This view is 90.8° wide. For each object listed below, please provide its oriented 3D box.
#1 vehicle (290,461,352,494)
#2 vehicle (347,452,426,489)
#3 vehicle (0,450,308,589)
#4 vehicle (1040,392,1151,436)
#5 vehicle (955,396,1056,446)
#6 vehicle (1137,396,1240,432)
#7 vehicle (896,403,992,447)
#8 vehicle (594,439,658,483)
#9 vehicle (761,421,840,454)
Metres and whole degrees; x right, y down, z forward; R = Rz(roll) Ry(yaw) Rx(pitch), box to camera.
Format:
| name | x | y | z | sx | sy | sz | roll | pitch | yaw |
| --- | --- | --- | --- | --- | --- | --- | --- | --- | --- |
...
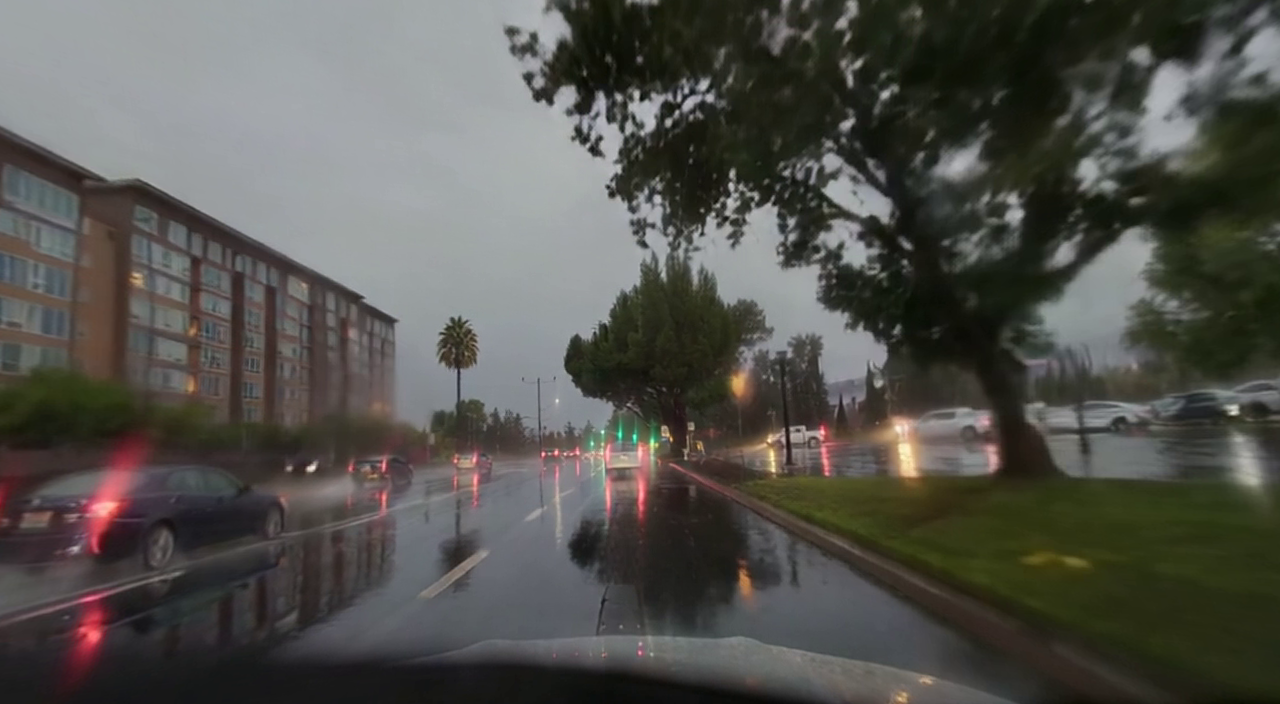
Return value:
| name | x | y | z | sx | sy | sz | roll | pitch | yaw |
| --- | --- | --- | --- | --- | --- | --- | --- | --- | --- |
| vehicle | -23.204 | 9.110 | 46.162 | 2.145 | 2.074 | 4.630 | 0 | -9 | -1 |
| vehicle | -11.293 | 5.290 | 28.558 | 2.024 | 1.484 | 4.592 | 1 | -9 | -5 |
| vehicle | -7.008 | 2.165 | 9.137 | 1.906 | 1.449 | 4.576 | 0 | -9 | 0 |
| vehicle | 23.849 | 3.332 | 33.319 | 2.118 | 1.724 | 4.361 | -8 | -9 | -6 |
| vehicle | 18.413 | 3.587 | 32.112 | 2.002 | 2.015 | 4.254 | -8 | -9 | -6 |
| vehicle | 29.263 | 3.317 | 33.917 | 1.882 | 1.730 | 4.753 | -3 | -6 | 10 |
| vehicle | 15.635 | 3.878 | 32.900 | 2.395 | 2.028 | 5.135 | 0 | -9 | -1 |
| vehicle | -0.522 | 3.960 | 23.262 | 2.099 | 1.469 | 4.389 | 0 | -9 | -2 |
| vehicle | 12.525 | 6.662 | 49.652 | 5.253 | 2.014 | 2.666 | -5 | -5 | -5 |
